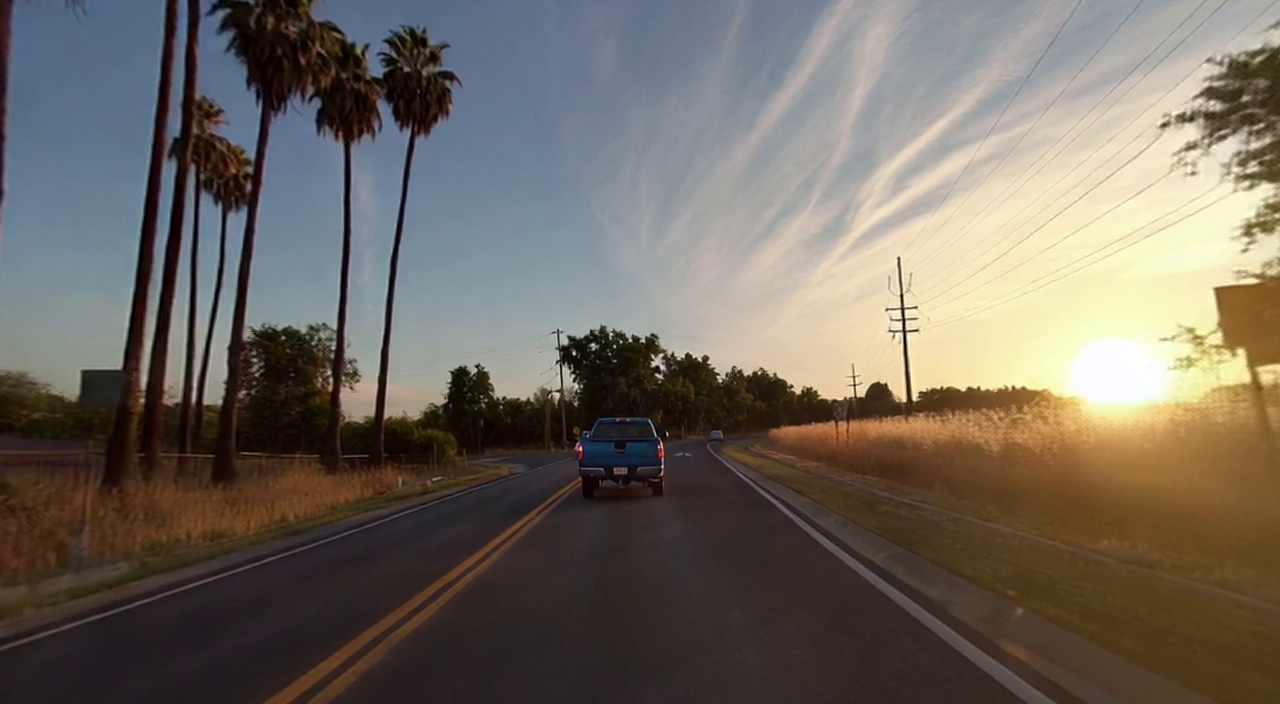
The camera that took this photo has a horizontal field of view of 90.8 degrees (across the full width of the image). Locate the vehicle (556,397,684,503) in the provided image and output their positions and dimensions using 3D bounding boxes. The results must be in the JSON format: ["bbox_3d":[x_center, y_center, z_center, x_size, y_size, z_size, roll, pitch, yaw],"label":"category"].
[{"bbox_3d":[-0.470,2.495,16.386,2.693,2.223,5.885,0,-8,-1],"label":"vehicle"}]
